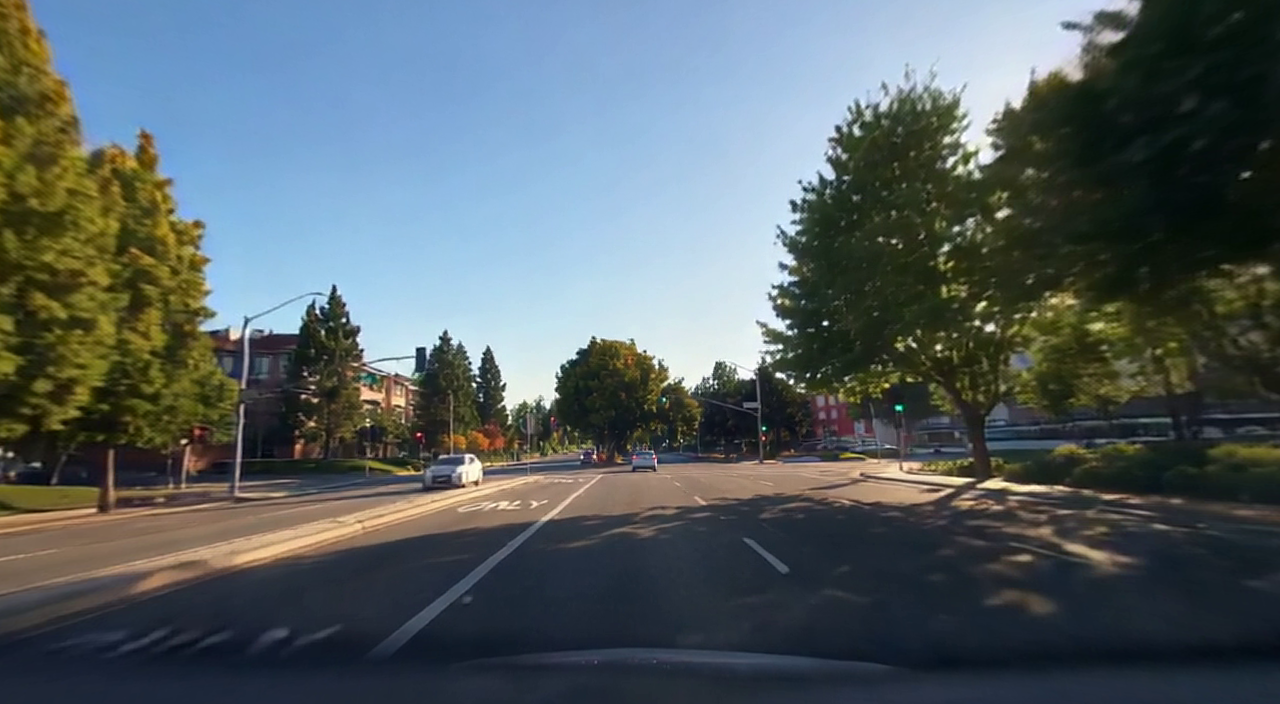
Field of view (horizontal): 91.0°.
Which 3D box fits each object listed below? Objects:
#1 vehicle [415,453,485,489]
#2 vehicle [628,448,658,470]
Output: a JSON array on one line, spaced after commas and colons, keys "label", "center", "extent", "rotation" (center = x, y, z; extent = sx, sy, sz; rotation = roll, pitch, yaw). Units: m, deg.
[{"label": "vehicle", "center": [-8.734, 5.464, 29.324], "extent": [1.887, 1.480, 4.446], "rotation": [0, -9, 0]}, {"label": "vehicle", "center": [0.226, 7.674, 45.268], "extent": [2.064, 1.477, 3.968], "rotation": [0, -9, 0]}]
